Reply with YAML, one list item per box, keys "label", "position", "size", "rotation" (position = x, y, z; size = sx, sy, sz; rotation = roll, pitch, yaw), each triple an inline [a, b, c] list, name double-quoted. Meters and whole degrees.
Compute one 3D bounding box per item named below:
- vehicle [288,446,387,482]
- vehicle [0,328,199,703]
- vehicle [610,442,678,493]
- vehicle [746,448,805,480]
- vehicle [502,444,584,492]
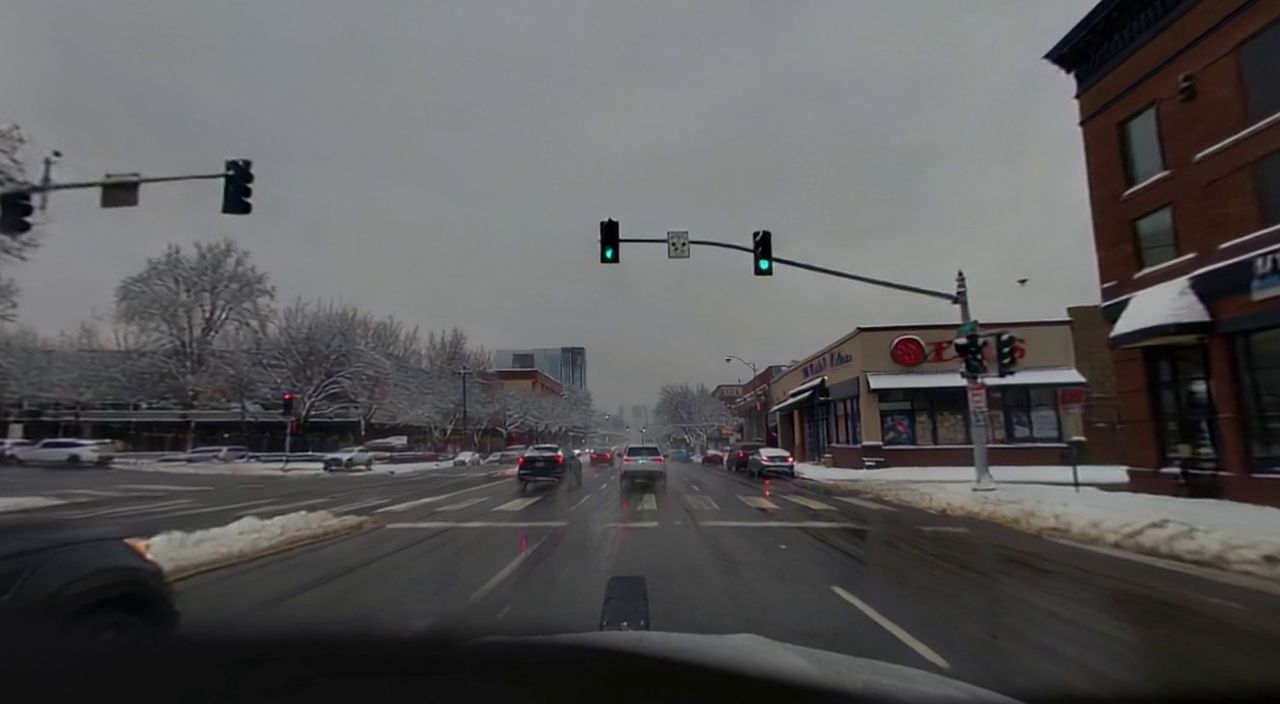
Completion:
- label: "vehicle"
  position: [-15.412, 5.696, 32.424]
  size: [2.161, 1.704, 4.554]
  rotation: [-2, -9, 12]
- label: "vehicle"
  position: [-2.988, 0.545, 0.465]
  size: [2.049, 1.646, 4.445]
  rotation: [0, -9, 1]
- label: "vehicle"
  position: [0.154, 3.781, 20.997]
  size: [2.037, 1.484, 4.073]
  rotation: [0, -9, 1]
- label: "vehicle"
  position: [6.644, 5.543, 31.458]
  size: [1.944, 1.462, 4.406]
  rotation: [0, -9, 0]
- label: "vehicle"
  position: [-3.178, 3.895, 21.564]
  size: [1.950, 1.450, 4.257]
  rotation: [0, -9, 2]
